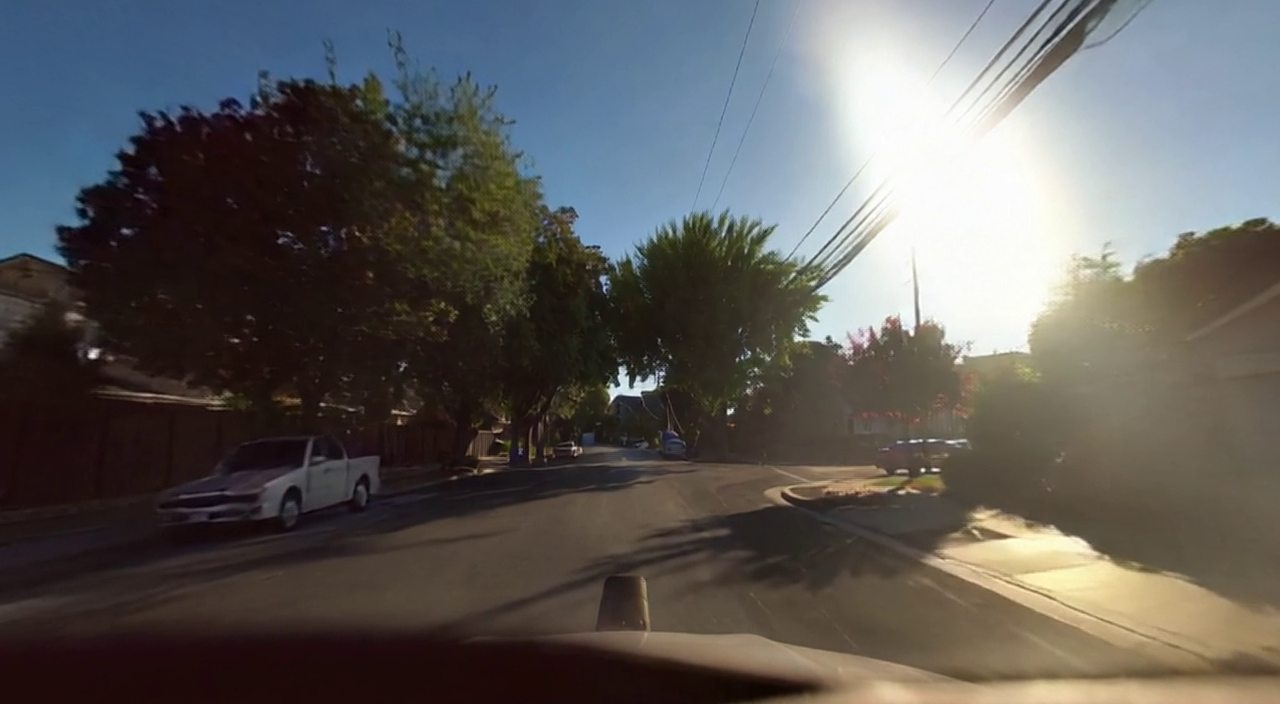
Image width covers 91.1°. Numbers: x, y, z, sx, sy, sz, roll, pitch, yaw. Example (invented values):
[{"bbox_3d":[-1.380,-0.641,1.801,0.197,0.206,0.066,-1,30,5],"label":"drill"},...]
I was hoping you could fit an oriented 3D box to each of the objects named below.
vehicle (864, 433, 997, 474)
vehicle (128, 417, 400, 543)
[{"bbox_3d":[12.405,4.317,26.987,4.708,1.527,2.113,0,-8,-10],"label":"vehicle"},{"bbox_3d":[-6.048,2.084,10.883,1.998,1.742,4.210,0,-8,1],"label":"vehicle"}]
